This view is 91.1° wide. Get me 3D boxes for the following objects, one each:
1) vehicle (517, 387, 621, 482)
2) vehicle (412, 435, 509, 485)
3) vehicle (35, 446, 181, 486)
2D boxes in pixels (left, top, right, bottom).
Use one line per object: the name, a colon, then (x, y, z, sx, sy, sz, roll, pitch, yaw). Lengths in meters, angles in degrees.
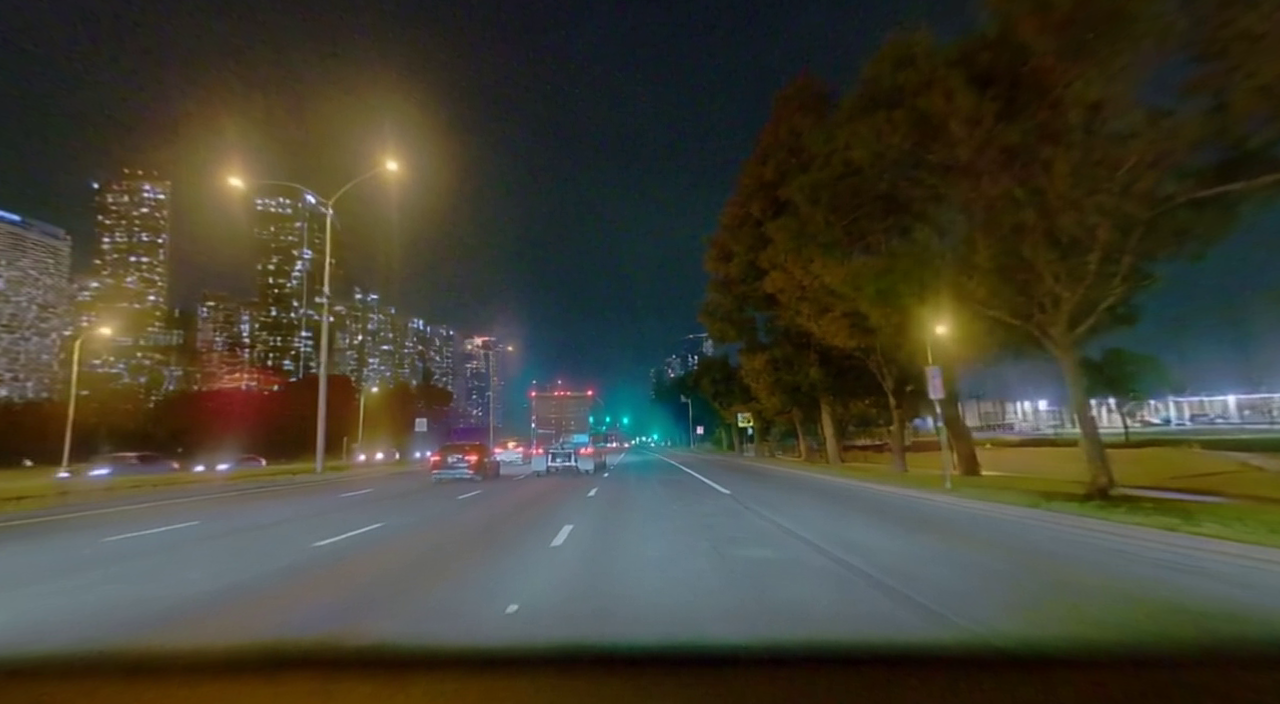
vehicle: (-2.374, 3.145, 23.584, 2.993, 3.051, 6.692, 0, -8, 1)
vehicle: (-5.832, 3.549, 20.995, 2.023, 1.483, 4.143, 0, -8, 0)
vehicle: (-21.815, 4.642, 26.079, 1.887, 1.488, 4.759, 0, -8, 0)
